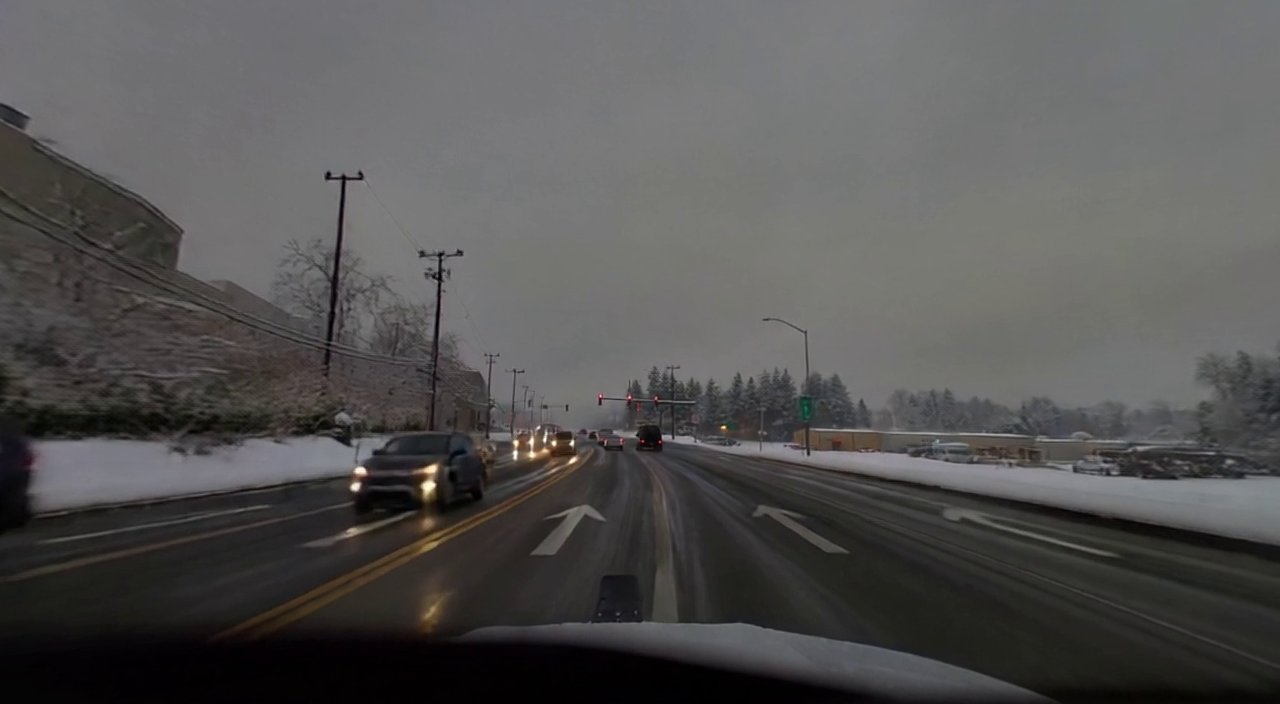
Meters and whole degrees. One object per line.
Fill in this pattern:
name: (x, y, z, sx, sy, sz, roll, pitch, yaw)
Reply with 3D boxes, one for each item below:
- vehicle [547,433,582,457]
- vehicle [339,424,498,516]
vehicle: (-5.043, 6.271, 42.544, 2.003, 1.562, 3.862, 0, -8, -2)
vehicle: (-4.166, 2.250, 12.540, 1.727, 1.519, 3.805, 0, -8, 0)
